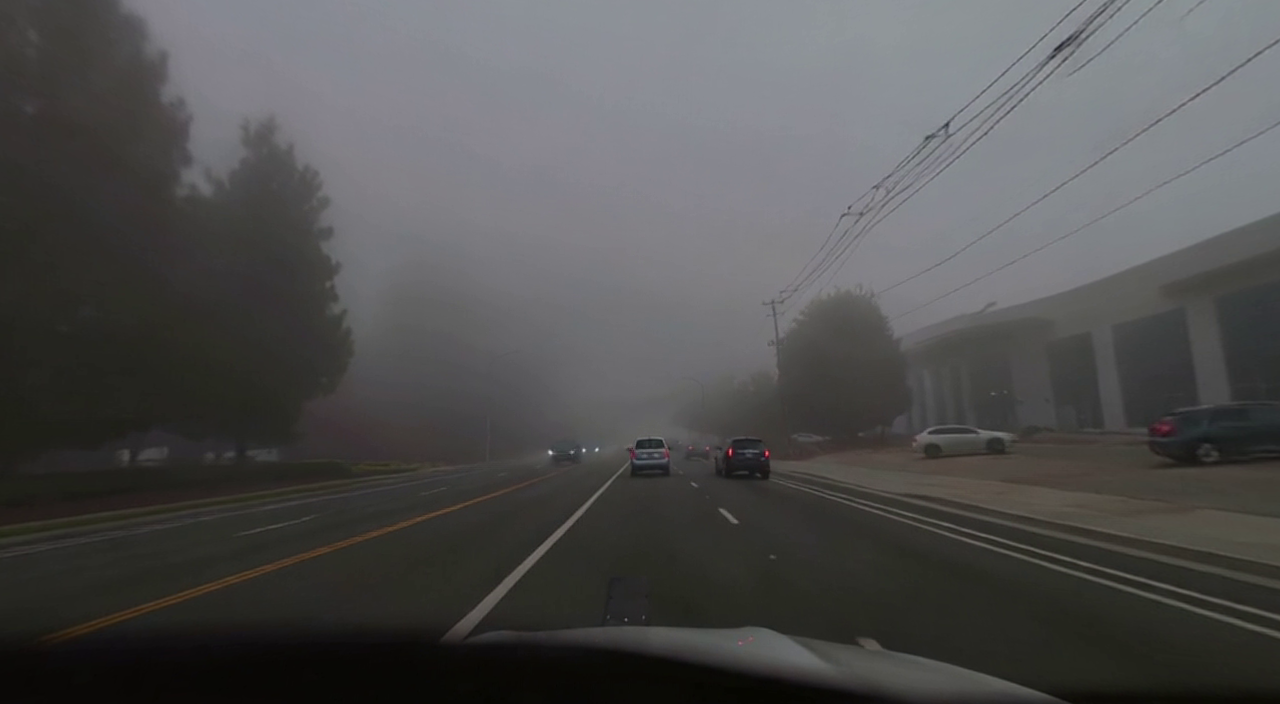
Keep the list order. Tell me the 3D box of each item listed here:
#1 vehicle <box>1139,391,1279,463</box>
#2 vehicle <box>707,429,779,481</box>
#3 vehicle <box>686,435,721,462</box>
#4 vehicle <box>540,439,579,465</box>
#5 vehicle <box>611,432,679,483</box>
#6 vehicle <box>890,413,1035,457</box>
[{"bbox_3d":[15.945,1.955,16.247,4.392,1.709,2.002,0,-9,-2],"label":"vehicle"},{"bbox_3d":[3.628,3.704,22.934,1.914,1.698,4.049,0,-9,0],"label":"vehicle"},{"bbox_3d":[4.299,6.637,43.330,2.024,1.711,4.512,0,-9,1],"label":"vehicle"},{"bbox_3d":[-5.827,7.340,46.274,2.193,1.802,4.946,0,-9,1],"label":"vehicle"},{"bbox_3d":[0.195,3.757,22.636,2.200,1.653,4.127,0,-9,1],"label":"vehicle"},{"bbox_3d":[15.299,3.985,29.968,5.731,1.720,2.822,-8,-10,31],"label":"vehicle"}]
